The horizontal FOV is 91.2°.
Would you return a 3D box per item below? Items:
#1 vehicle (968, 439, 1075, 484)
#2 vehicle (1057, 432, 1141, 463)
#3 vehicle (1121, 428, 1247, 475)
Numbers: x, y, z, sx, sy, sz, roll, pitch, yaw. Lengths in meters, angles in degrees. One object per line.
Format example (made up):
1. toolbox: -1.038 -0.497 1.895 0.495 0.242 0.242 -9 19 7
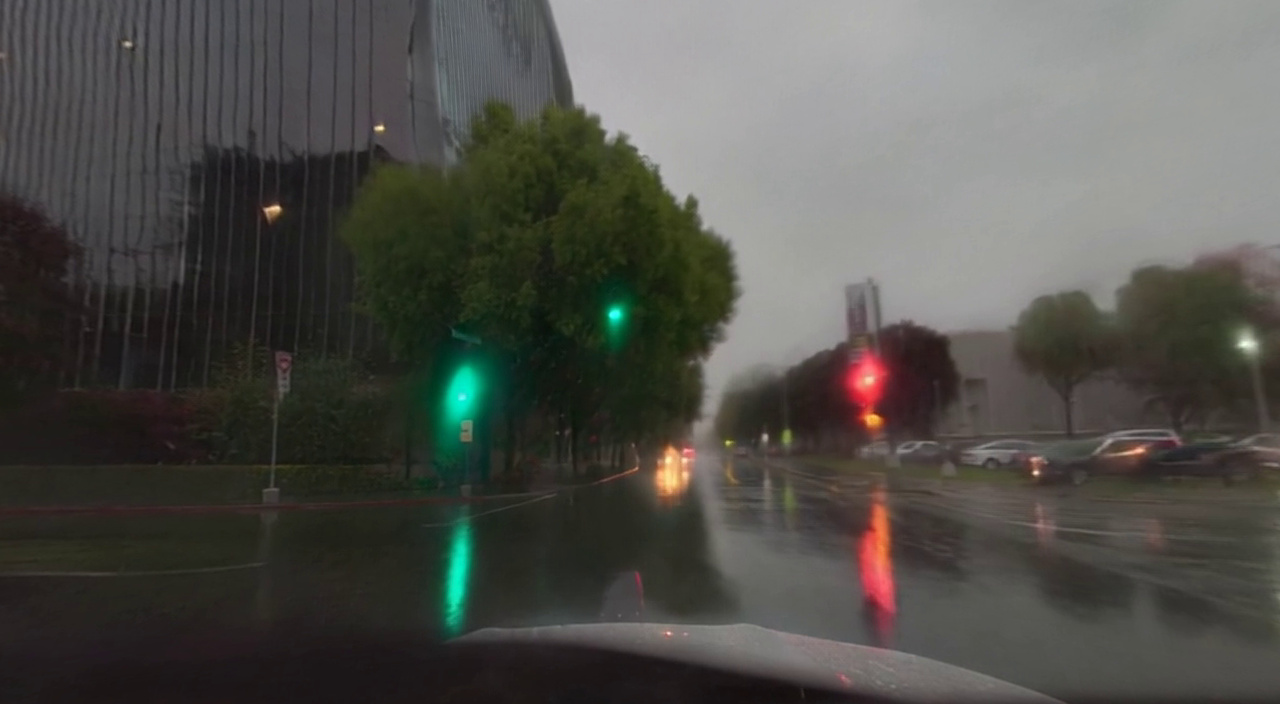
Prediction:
1. vehicle: 14.096 3.989 23.080 4.295 1.508 1.955 7 -11 -40
2. vehicle: 24.061 5.033 33.002 1.860 1.511 3.569 -2 -8 4
3. vehicle: 19.818 3.593 22.800 4.522 1.546 1.941 5 -10 -30
